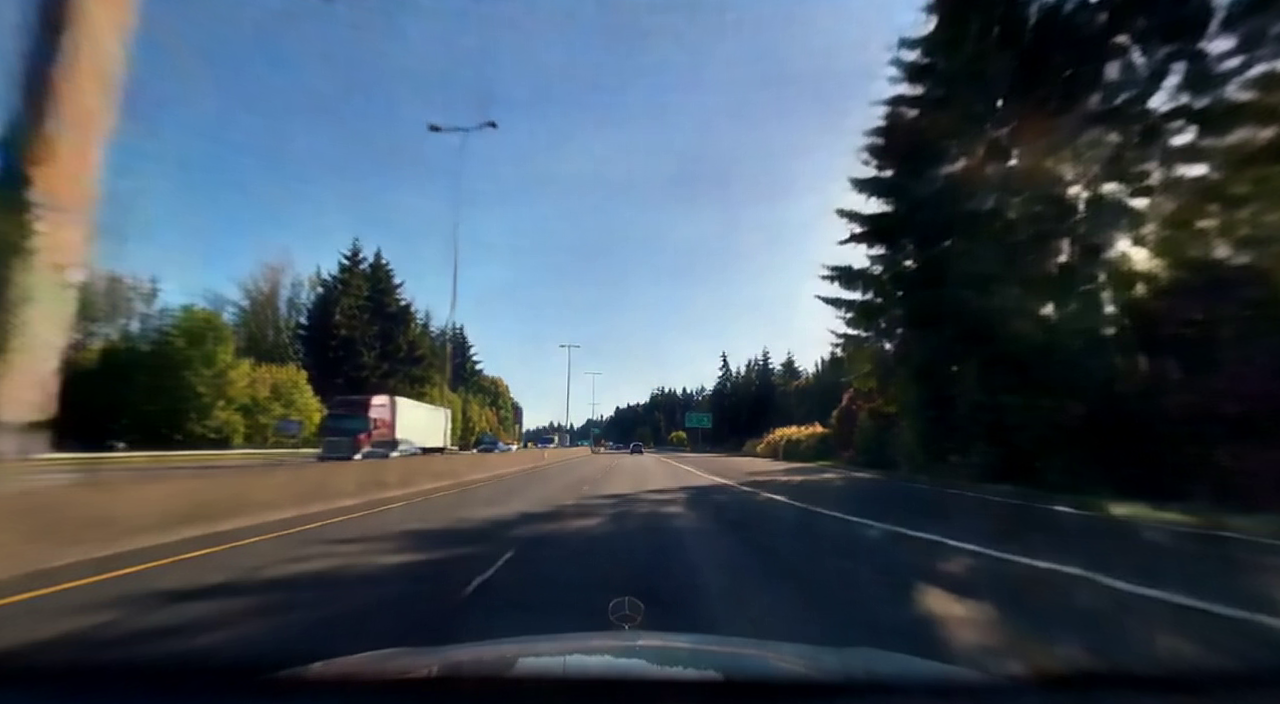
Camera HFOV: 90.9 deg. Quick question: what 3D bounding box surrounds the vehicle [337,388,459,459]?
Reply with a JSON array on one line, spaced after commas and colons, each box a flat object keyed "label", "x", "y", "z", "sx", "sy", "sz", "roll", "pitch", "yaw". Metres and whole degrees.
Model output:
[{"label": "vehicle", "x": -16.415, "y": 5.455, "z": 44.740, "sx": 2.743, "sy": 4.034, "sz": 16.022, "roll": -2, "pitch": -9, "yaw": -1}]
